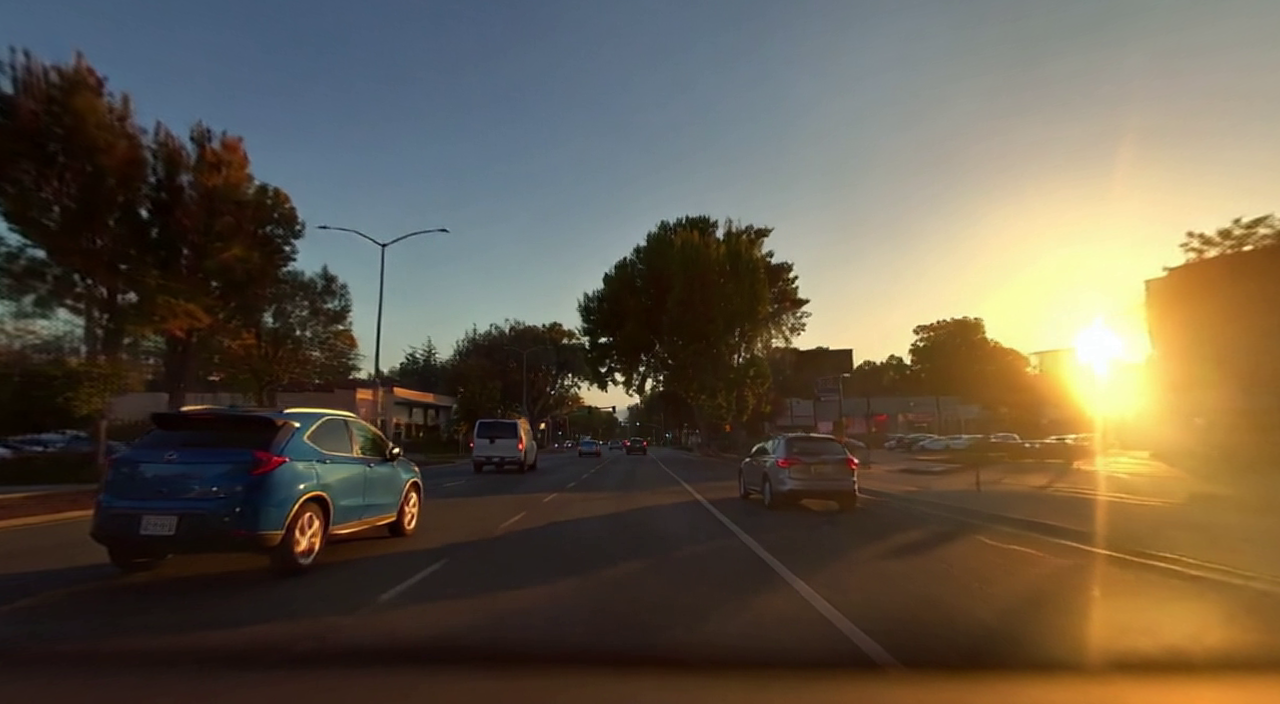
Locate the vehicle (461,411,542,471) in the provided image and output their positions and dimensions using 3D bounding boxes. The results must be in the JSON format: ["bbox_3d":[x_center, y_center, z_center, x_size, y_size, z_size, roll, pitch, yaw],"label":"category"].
[{"bbox_3d":[-6.474,4.332,30.411,2.863,2.592,6.410,1,-9,-4],"label":"vehicle"}]

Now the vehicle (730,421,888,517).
[{"bbox_3d":[3.563,2.594,14.429,2.167,1.792,4.835,0,-9,-2],"label":"vehicle"}]

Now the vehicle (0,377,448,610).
[{"bbox_3d":[-3.850,1.388,6.975,2.038,1.748,4.303,0,-9,1],"label":"vehicle"}]
